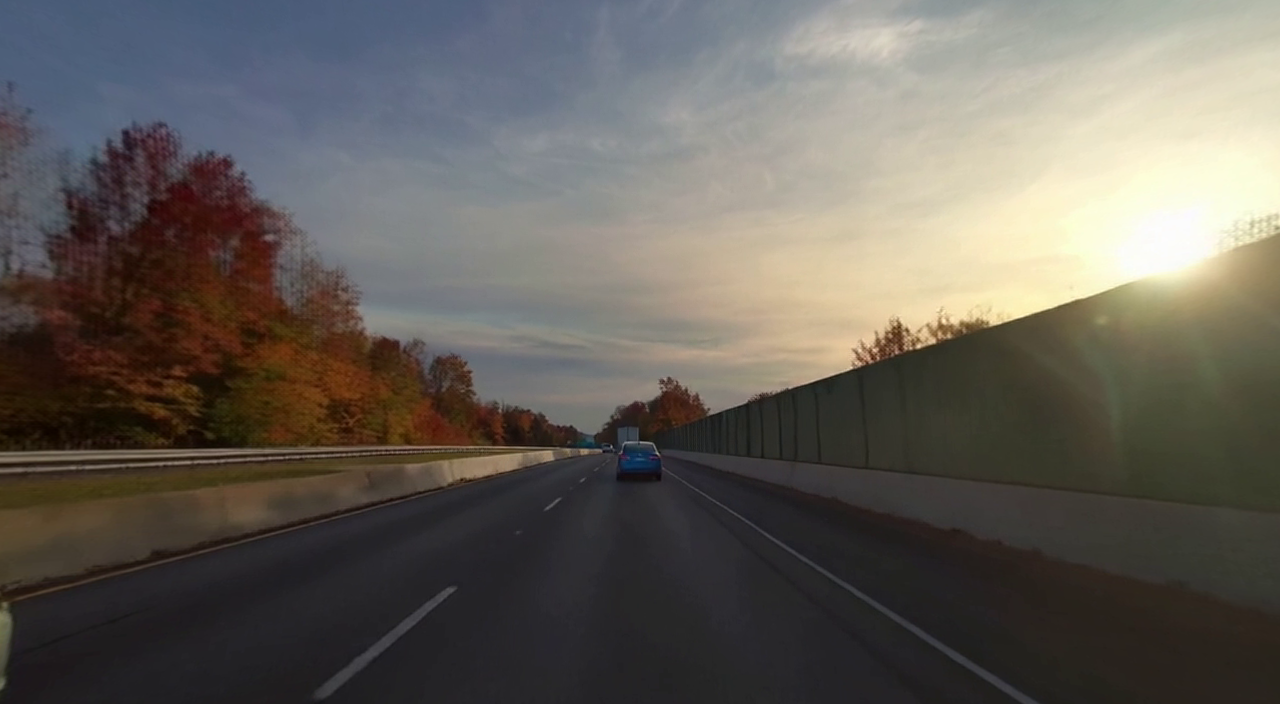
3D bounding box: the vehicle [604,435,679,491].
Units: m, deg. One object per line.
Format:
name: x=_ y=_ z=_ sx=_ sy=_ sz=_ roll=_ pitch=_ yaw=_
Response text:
vehicle: x=-0.006 y=3.345 z=19.332 sx=2.057 sy=1.516 sz=4.065 roll=0 pitch=-8 yaw=-2
